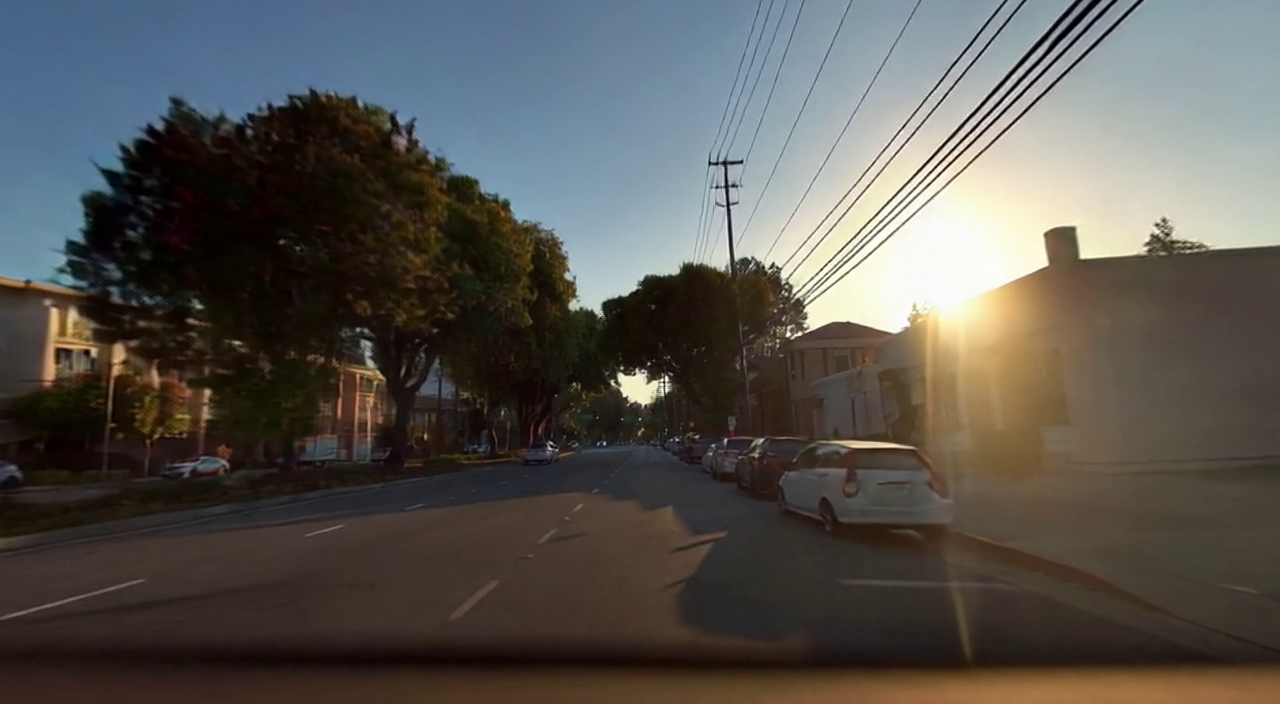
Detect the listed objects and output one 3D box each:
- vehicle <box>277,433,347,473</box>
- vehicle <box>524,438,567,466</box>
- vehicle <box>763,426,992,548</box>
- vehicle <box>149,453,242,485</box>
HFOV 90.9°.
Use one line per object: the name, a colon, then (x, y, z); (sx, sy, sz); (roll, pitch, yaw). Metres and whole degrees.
vehicle: (-25.566, 7.917, 49.529); (2.223, 2.895, 5.824); (0, -8, 1)
vehicle: (-6.158, 6.567, 41.586); (2.000, 1.671, 4.497); (0, -8, 1)
vehicle: (3.545, 2.107, 10.601); (2.048, 1.556, 4.753); (0, -8, 1)
vehicle: (-25.762, 6.774, 36.780); (2.121, 1.699, 4.506); (0, -8, 1)
